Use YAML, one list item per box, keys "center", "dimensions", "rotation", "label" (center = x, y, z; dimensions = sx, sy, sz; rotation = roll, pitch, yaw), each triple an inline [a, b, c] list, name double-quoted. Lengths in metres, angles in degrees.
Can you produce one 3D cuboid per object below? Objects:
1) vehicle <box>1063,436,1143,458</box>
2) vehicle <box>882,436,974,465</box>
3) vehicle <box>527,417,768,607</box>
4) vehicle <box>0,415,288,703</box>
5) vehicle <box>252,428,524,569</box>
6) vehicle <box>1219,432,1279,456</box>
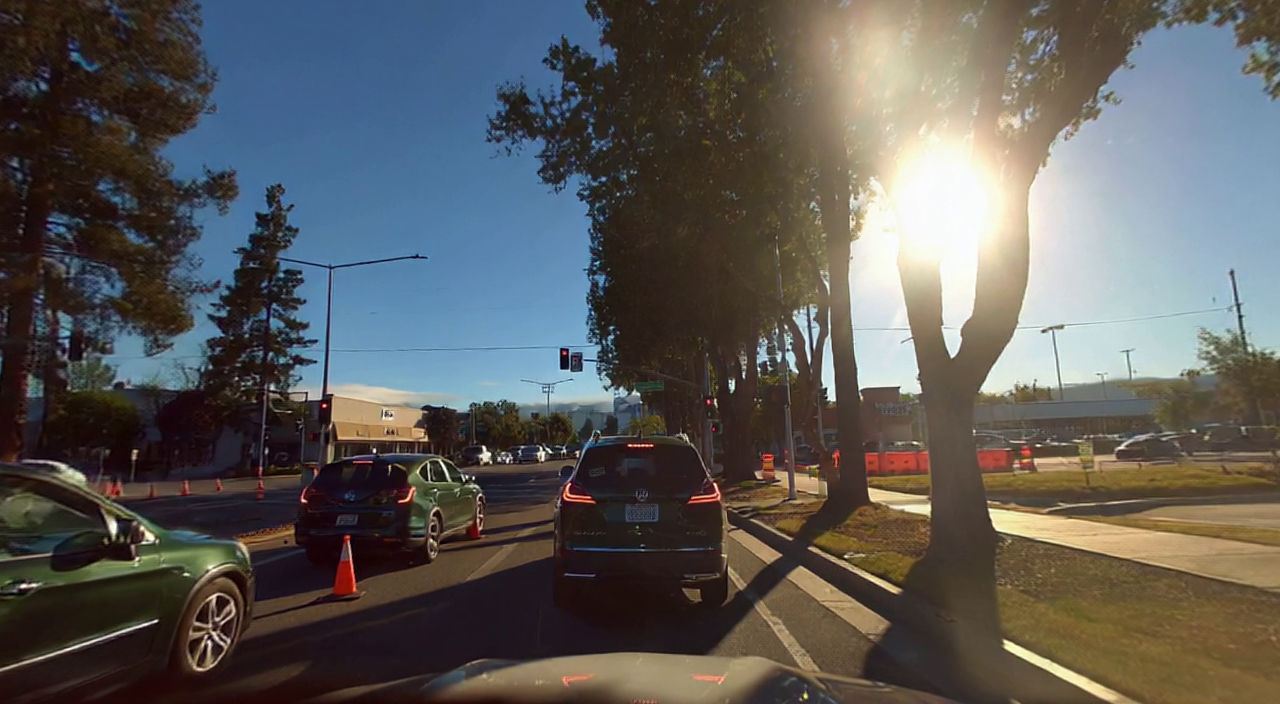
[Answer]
- center: [36.672, 7.565, 49.957]
  dimensions: [4.791, 1.635, 1.857]
  rotation: [0, -9, 1]
  label: "vehicle"
- center: [18.784, 6.438, 41.274]
  dimensions: [5.043, 1.759, 2.085]
  rotation: [0, -9, 5]
  label: "vehicle"
- center: [0.111, 1.624, 7.204]
  dimensions: [2.021, 1.560, 3.676]
  rotation: [0, -9, 1]
  label: "vehicle"
- center: [-3.591, 0.943, 2.148]
  dimensions: [1.964, 1.497, 4.722]
  rotation: [0, -9, 1]
  label: "vehicle"
- center: [-3.269, 1.999, 9.443]
  dimensions: [1.989, 1.541, 4.626]
  rotation: [0, -9, 2]
  label: "vehicle"
- center: [40.693, 5.979, 40.708]
  dimensions: [4.579, 1.480, 1.819]
  rotation: [0, -9, 1]
  label: "vehicle"
